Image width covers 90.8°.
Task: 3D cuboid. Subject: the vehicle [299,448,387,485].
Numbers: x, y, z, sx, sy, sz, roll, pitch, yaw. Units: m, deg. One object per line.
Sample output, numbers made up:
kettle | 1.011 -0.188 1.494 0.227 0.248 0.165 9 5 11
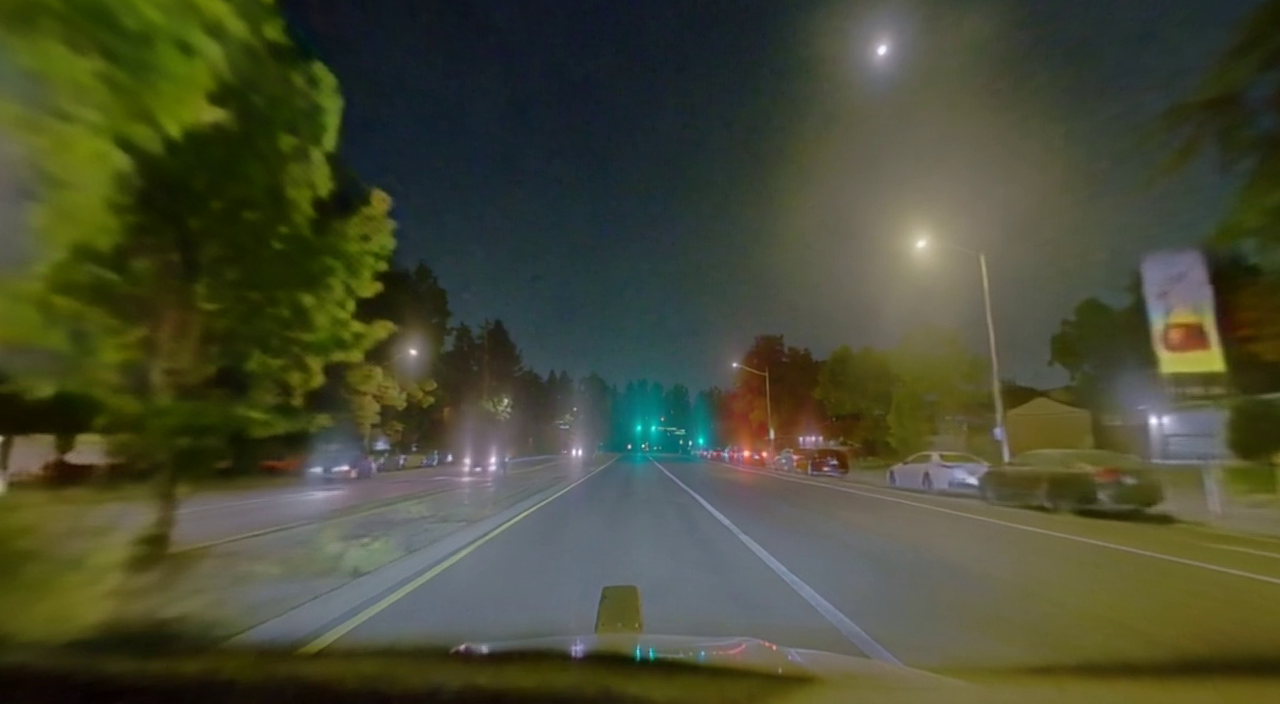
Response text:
vehicle | -12.671 4.881 27.264 1.769 1.418 4.173 -1 -8 0

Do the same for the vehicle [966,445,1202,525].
vehicle | 9.642 2.868 14.339 1.899 1.475 4.572 0 -8 -2

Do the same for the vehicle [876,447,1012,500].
vehicle | 9.492 3.792 20.241 1.918 1.454 4.683 0 -8 -1

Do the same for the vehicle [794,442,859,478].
vehicle | 9.639 5.599 33.070 1.885 1.685 4.430 0 -8 -2

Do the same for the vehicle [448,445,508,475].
vehicle | -8.631 5.763 34.146 1.979 1.484 4.711 -1 -8 1
